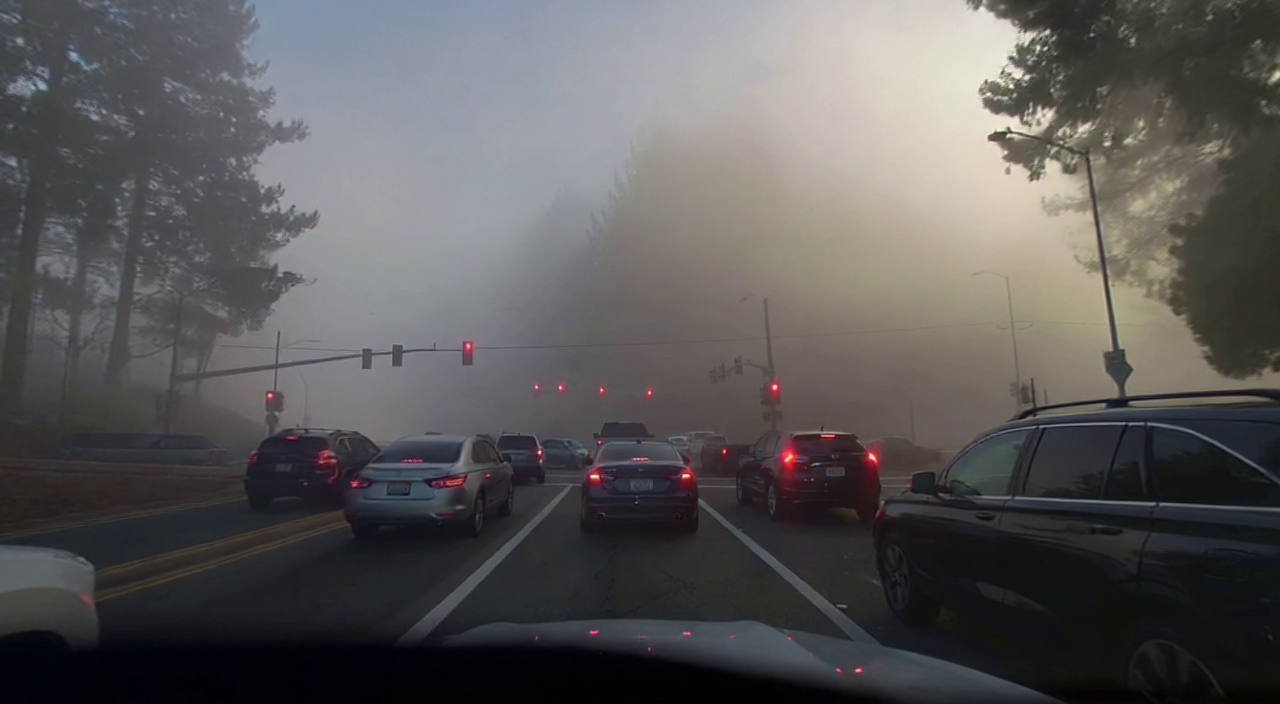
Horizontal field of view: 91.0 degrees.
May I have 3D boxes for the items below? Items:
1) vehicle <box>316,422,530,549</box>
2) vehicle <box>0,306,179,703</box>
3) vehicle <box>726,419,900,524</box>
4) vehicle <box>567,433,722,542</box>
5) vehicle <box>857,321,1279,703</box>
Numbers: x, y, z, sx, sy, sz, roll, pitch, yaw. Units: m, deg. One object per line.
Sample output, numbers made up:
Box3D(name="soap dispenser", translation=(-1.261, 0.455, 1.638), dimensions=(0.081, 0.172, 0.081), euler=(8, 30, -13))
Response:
Box3D(name="vehicle", translation=(-3.068, 1.973, 10.014), dimensions=(1.896, 1.546, 4.378), euler=(0, -8, -1))
Box3D(name="vehicle", translation=(-3.207, 0.496, 0.605), dimensions=(2.079, 1.756, 4.676), euler=(0, -8, -2))
Box3D(name="vehicle", translation=(3.075, 2.228, 12.248), dimensions=(2.106, 1.667, 4.101), euler=(0, -8, -1))
Box3D(name="vehicle", translation=(-0.006, 2.101, 10.420), dimensions=(2.076, 1.438, 3.770), euler=(0, -8, -2))
Box3D(name="vehicle", translation=(3.147, 0.987, 3.746), dimensions=(2.074, 1.685, 4.387), euler=(0, -8, -1))
